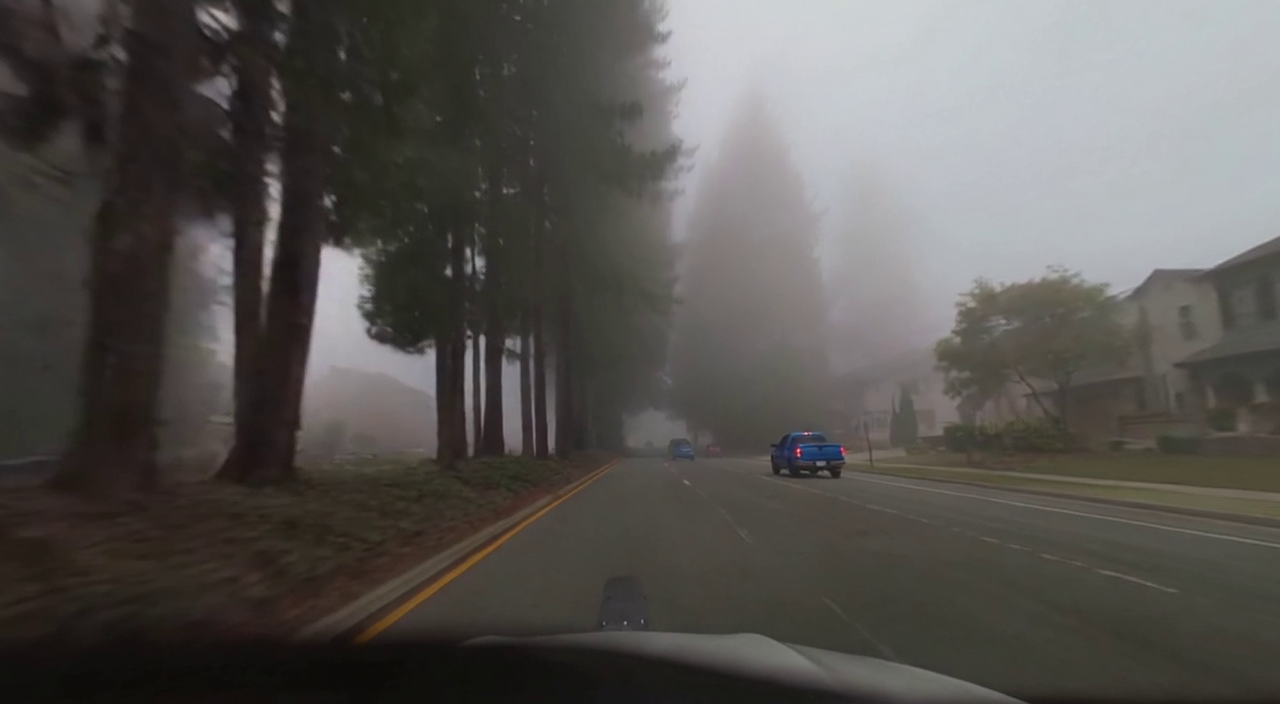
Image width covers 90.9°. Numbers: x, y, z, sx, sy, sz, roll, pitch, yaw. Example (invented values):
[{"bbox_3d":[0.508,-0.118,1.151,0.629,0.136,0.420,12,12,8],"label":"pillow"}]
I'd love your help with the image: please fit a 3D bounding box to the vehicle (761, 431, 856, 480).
[{"bbox_3d":[6.636,4.152,25.655,2.262,1.769,5.666,0,-8,-1],"label":"vehicle"}]
